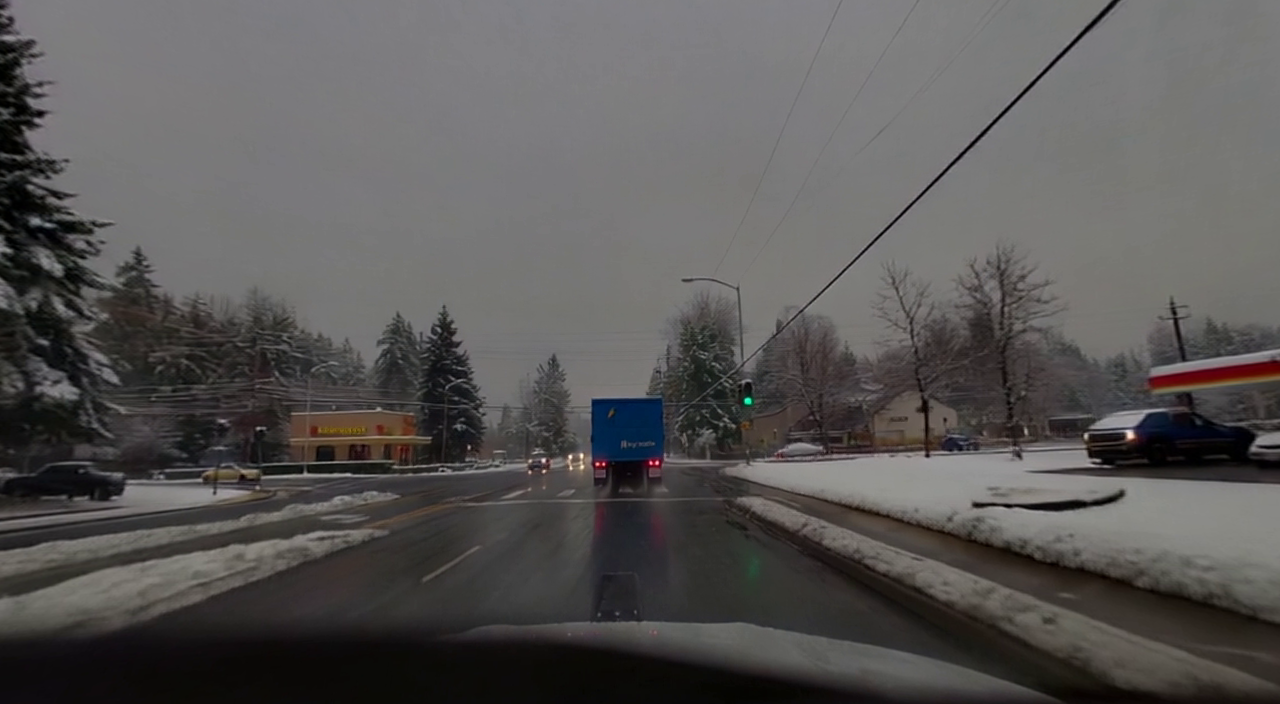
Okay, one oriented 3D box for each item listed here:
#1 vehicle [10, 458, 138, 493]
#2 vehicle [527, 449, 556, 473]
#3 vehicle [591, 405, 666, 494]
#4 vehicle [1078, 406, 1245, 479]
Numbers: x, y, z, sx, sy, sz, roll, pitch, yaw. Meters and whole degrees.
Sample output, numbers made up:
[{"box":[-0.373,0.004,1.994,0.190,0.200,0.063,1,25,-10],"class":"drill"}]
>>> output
[{"box":[-28.118,6.125,31.602,4.303,1.567,2.021,5,-10,-30],"class":"vehicle"},{"box":[-7.491,8.221,47.877,1.997,1.679,4.263,2,-9,-9],"class":"vehicle"},{"box":[-0.264,3.678,24.070,2.463,2.954,5.938,0,-8,2],"class":"vehicle"},{"box":[15.801,2.743,19.093,5.078,1.937,2.326,6,-10,-33],"class":"vehicle"}]
